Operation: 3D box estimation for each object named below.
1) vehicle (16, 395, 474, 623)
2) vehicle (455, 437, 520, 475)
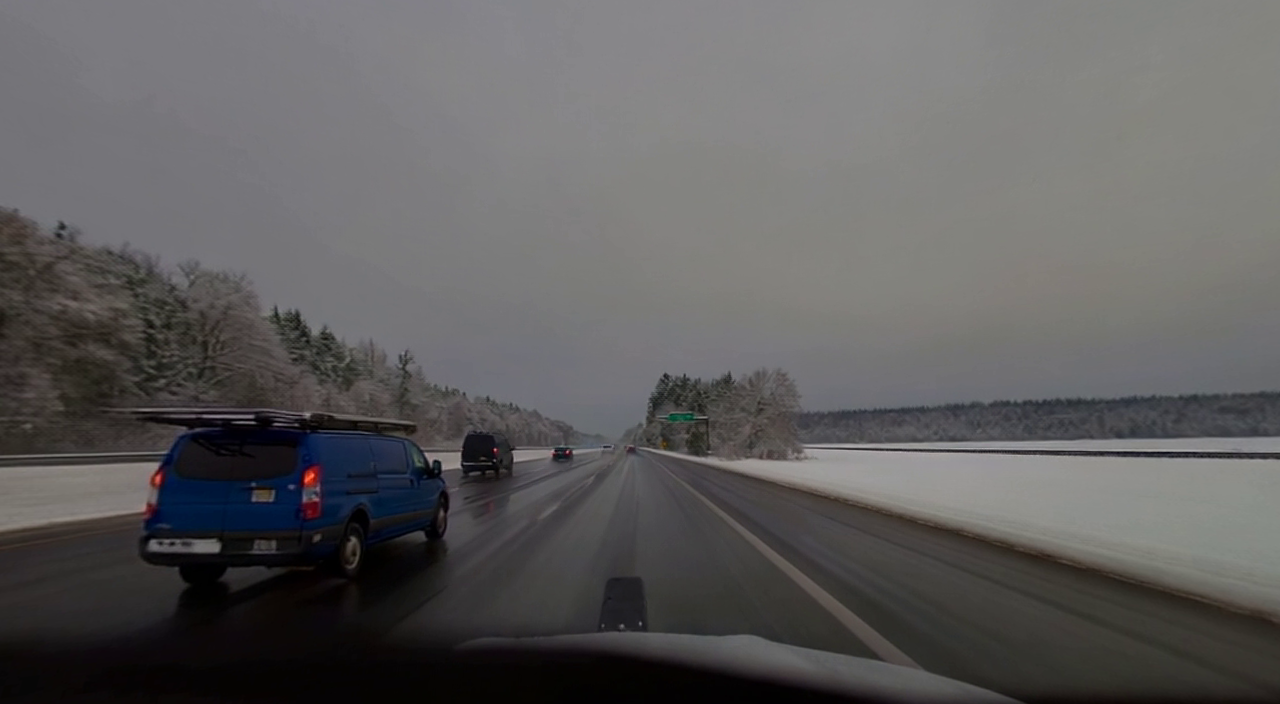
[{"bbox_3d":[-3.587,1.532,7.183,2.040,1.679,4.865,0,-9,0],"label":"vehicle"},{"bbox_3d":[-7.499,5.157,31.509,2.093,1.752,4.771,0,-9,0],"label":"vehicle"}]
